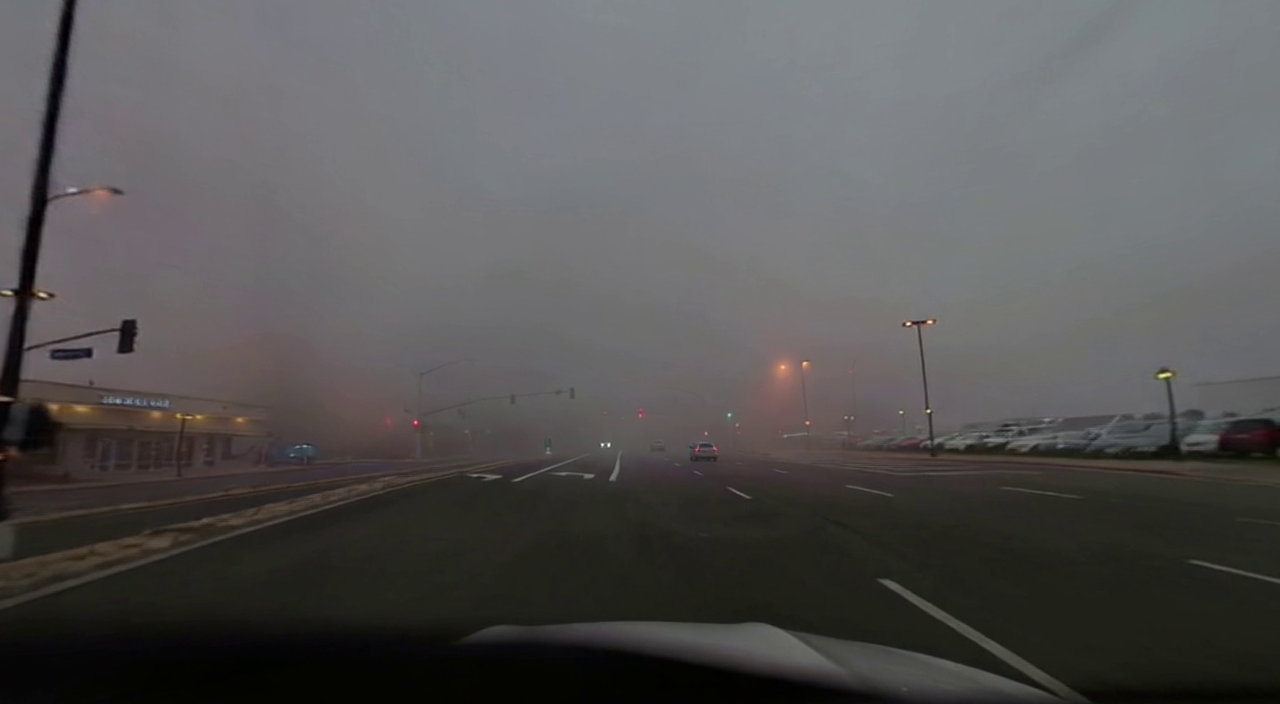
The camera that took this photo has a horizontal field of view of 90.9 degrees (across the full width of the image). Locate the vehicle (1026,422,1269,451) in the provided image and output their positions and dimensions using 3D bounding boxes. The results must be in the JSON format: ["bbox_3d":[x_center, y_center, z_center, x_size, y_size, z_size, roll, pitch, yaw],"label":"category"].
[{"bbox_3d":[26.143,4.581,33.659,2.870,1.165,10.713,-1,-8,-11],"label":"vehicle"}]

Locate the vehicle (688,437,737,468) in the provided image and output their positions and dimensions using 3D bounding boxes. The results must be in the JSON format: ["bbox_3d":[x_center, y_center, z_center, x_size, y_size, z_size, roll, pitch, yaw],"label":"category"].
[{"bbox_3d":[3.834,5.373,33.924,2.038,1.528,4.259,0,-8,-1],"label":"vehicle"}]

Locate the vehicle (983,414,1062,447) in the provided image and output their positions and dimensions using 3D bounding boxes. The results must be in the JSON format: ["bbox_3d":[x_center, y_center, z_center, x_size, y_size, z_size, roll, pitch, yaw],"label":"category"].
[{"bbox_3d":[25.529,5.347,42.354,2.340,2.048,6.148,-2,-9,10],"label":"vehicle"}]
